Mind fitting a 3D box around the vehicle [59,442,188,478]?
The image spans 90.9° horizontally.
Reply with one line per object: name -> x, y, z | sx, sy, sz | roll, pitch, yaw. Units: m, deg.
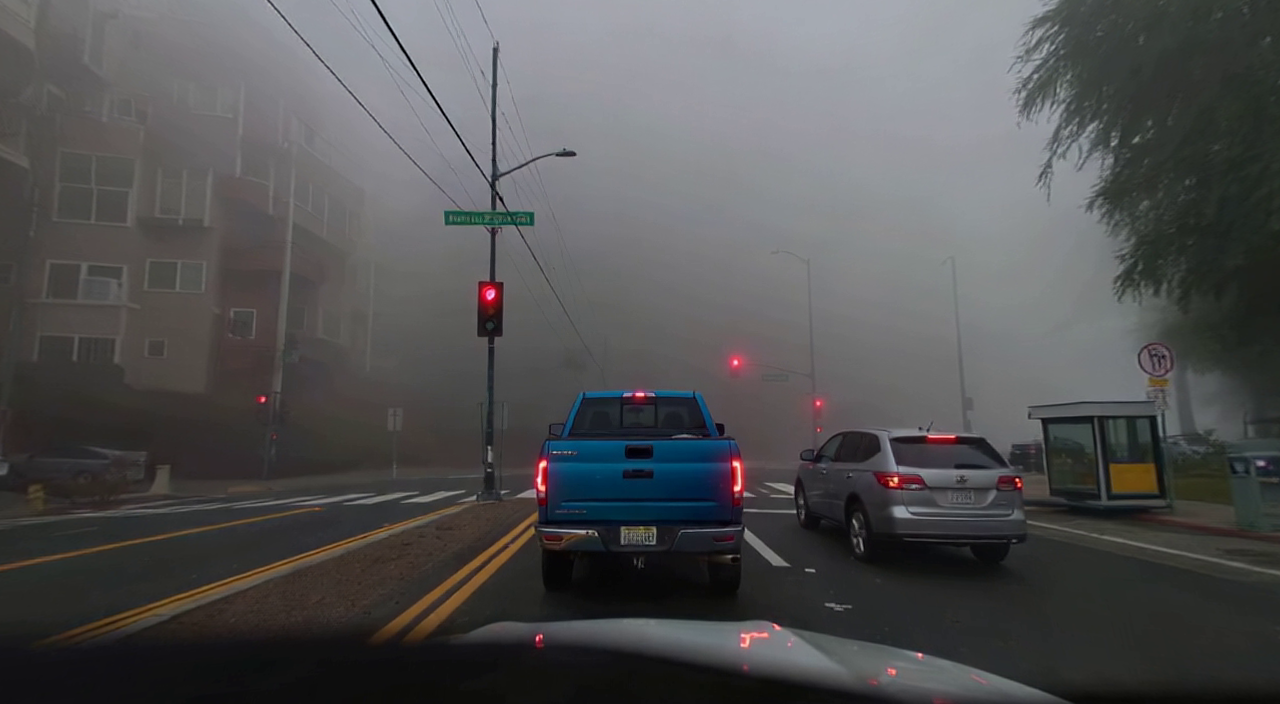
vehicle -> -24.856, 5.189, 30.426 | 4.563, 1.692, 1.778 | 0, -8, -1

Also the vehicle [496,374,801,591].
vehicle -> 0.105, 1.549, 8.308 | 2.738, 1.959, 5.070 | 0, -8, 1

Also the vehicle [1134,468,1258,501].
vehicle -> 26.375, 6.284, 29.996 | 4.071, 1.388, 1.884 | 0, -8, 1

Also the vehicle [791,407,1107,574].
vehicle -> 3.857, 1.824, 9.129 | 2.131, 1.759, 4.762 | 0, -8, 0
